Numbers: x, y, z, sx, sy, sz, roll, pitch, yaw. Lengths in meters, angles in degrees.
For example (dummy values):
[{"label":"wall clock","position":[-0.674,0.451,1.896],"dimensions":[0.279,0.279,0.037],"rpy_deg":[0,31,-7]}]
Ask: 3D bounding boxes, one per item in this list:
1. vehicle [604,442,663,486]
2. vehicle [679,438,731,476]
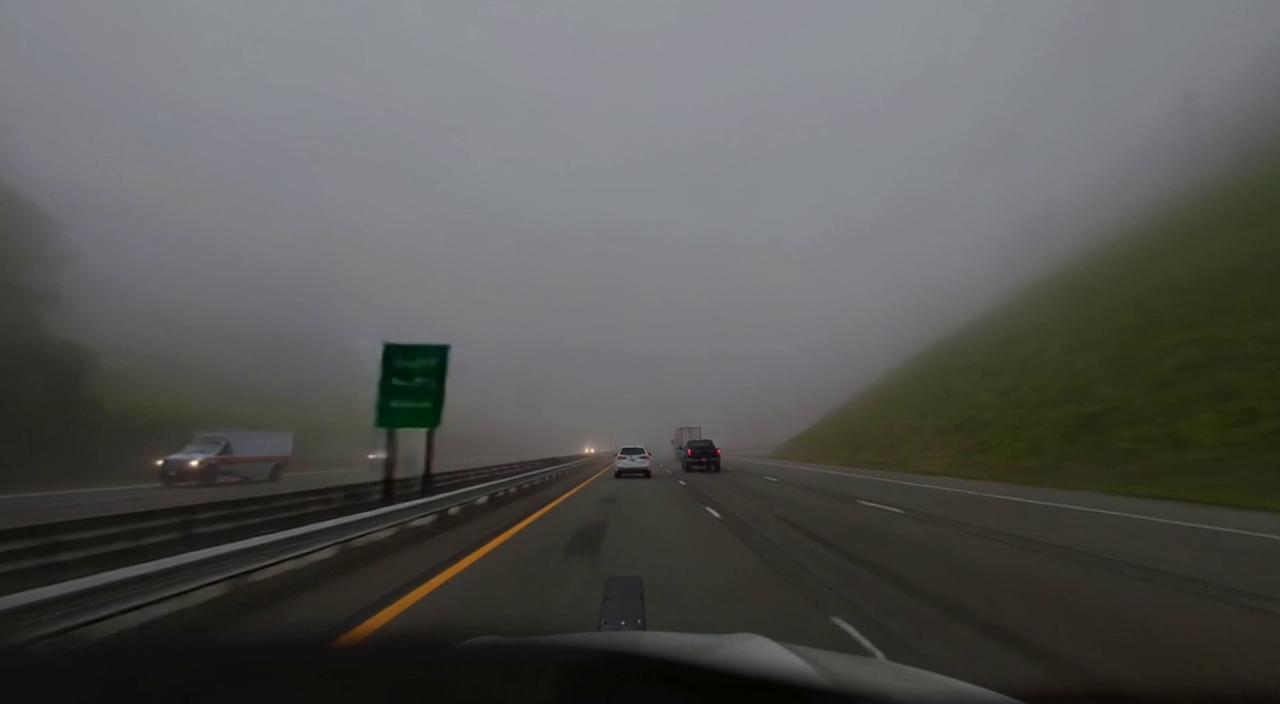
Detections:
[{"label":"vehicle","position":[-0.224,4.028,22.855],"dimensions":[1.970,1.441,3.846],"rpy_deg":[0,-9,0]},{"label":"vehicle","position":[3.081,5.091,30.803],"dimensions":[2.048,1.704,4.284],"rpy_deg":[0,-9,-1]}]
